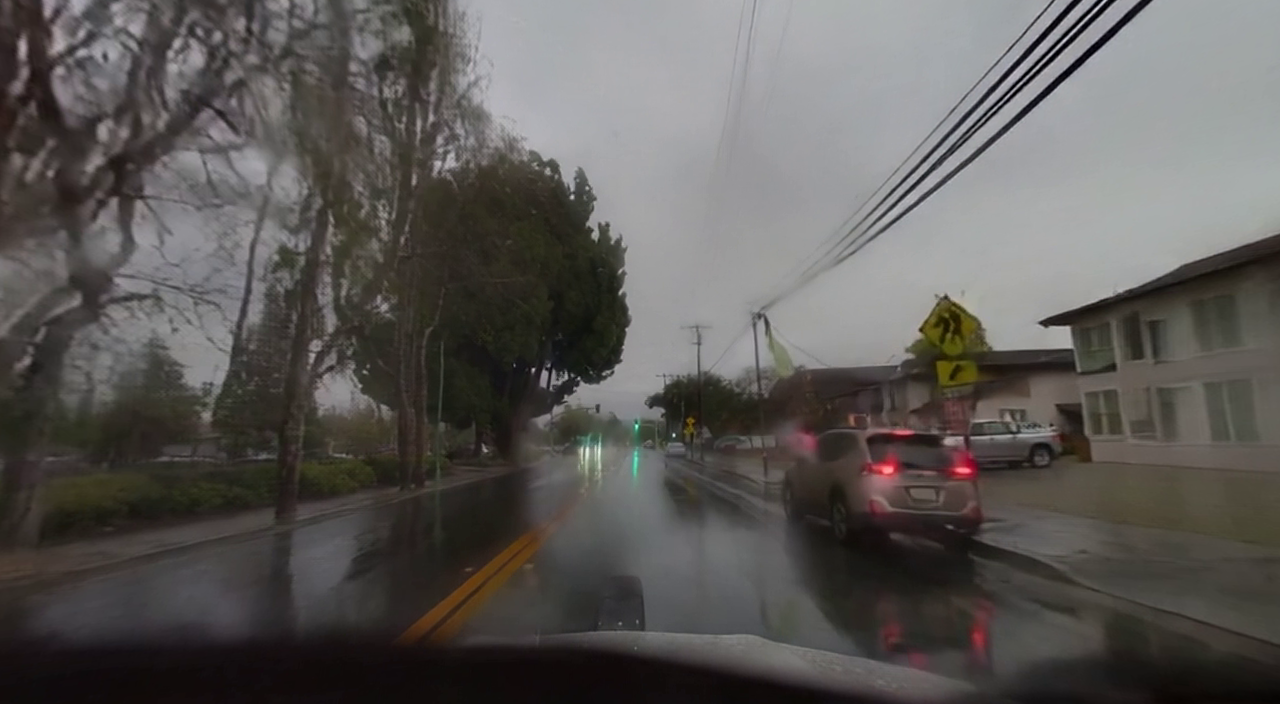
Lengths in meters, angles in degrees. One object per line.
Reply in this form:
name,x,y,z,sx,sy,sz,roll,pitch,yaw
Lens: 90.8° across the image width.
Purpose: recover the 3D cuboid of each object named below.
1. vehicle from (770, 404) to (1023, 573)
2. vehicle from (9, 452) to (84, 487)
vehicle,3.429,1.873,9.439,1.949,1.807,4.224,4,-8,-1
vehicle,-29.110,5.686,30.931,4.558,1.495,1.925,-7,-10,38
